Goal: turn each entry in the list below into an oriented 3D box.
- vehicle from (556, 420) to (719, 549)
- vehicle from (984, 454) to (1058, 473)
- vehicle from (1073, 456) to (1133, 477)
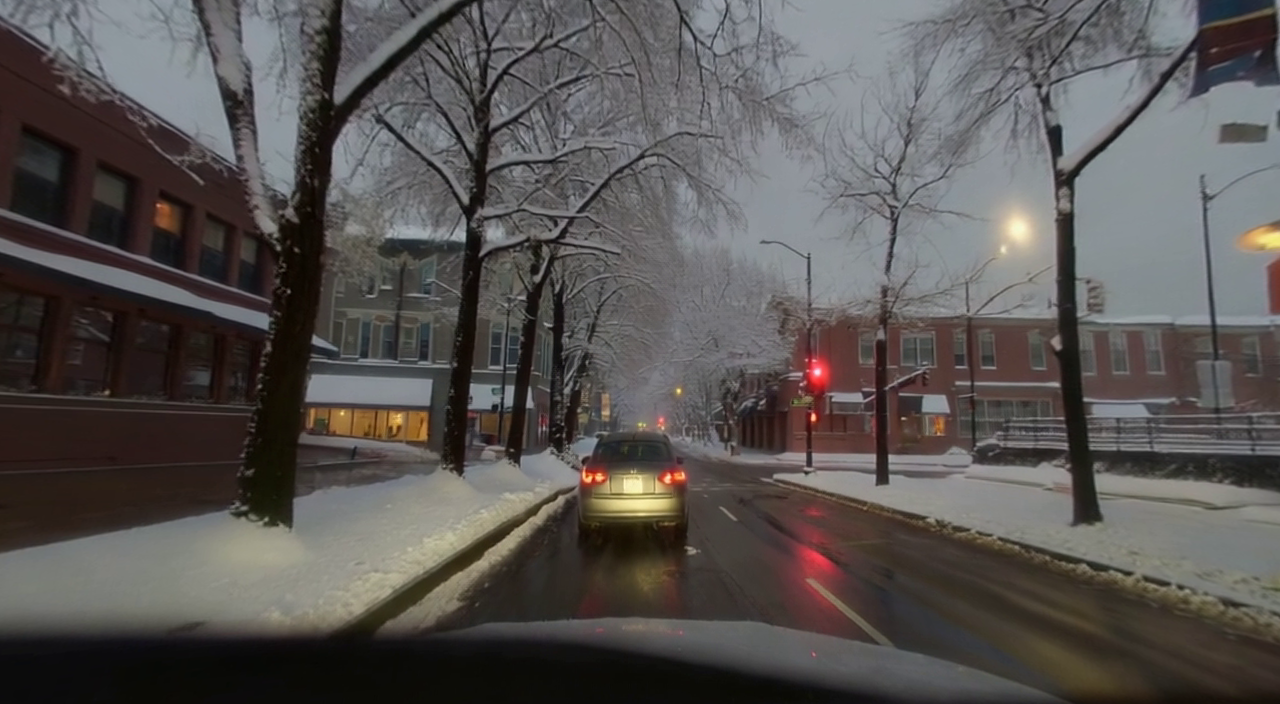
[{"bbox_3d":[-0.072,1.985,10.039,2.079,1.621,3.861,0,-9,-1],"label":"vehicle"},{"bbox_3d":[29.774,8.696,49.308,4.668,1.441,1.904,1,-9,-5],"label":"vehicle"},{"bbox_3d":[36.251,8.971,49.404,3.445,1.363,1.608,3,-7,-1],"label":"vehicle"}]
